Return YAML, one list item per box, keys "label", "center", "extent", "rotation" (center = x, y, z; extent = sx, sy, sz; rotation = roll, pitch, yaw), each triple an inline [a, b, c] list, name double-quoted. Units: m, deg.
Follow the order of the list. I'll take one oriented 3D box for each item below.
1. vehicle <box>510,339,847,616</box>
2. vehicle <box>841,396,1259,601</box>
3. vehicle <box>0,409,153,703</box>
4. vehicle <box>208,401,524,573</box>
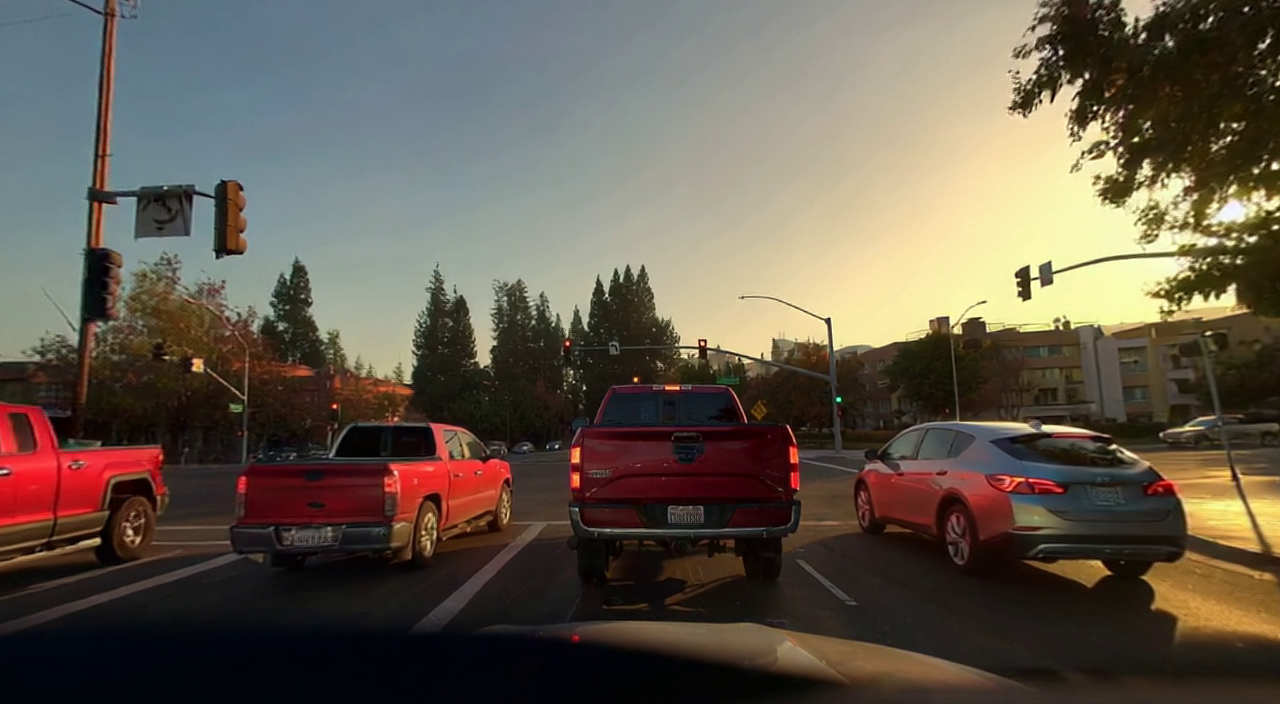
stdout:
- label: "vehicle"
  center: [0.326, 1.282, 7.205]
  extent: [2.505, 2.084, 4.768]
  rotation: [0, -8, 1]
- label: "vehicle"
  center: [4.038, 1.509, 7.331]
  extent: [1.984, 1.659, 4.226]
  rotation: [0, -8, 0]
- label: "vehicle"
  center: [-3.396, 0.710, 0.664]
  extent: [1.998, 1.481, 4.656]
  rotation: [0, -8, 1]
- label: "vehicle"
  center: [-3.270, 1.729, 8.891]
  extent: [2.125, 1.739, 4.707]
  rotation: [0, -8, 3]
